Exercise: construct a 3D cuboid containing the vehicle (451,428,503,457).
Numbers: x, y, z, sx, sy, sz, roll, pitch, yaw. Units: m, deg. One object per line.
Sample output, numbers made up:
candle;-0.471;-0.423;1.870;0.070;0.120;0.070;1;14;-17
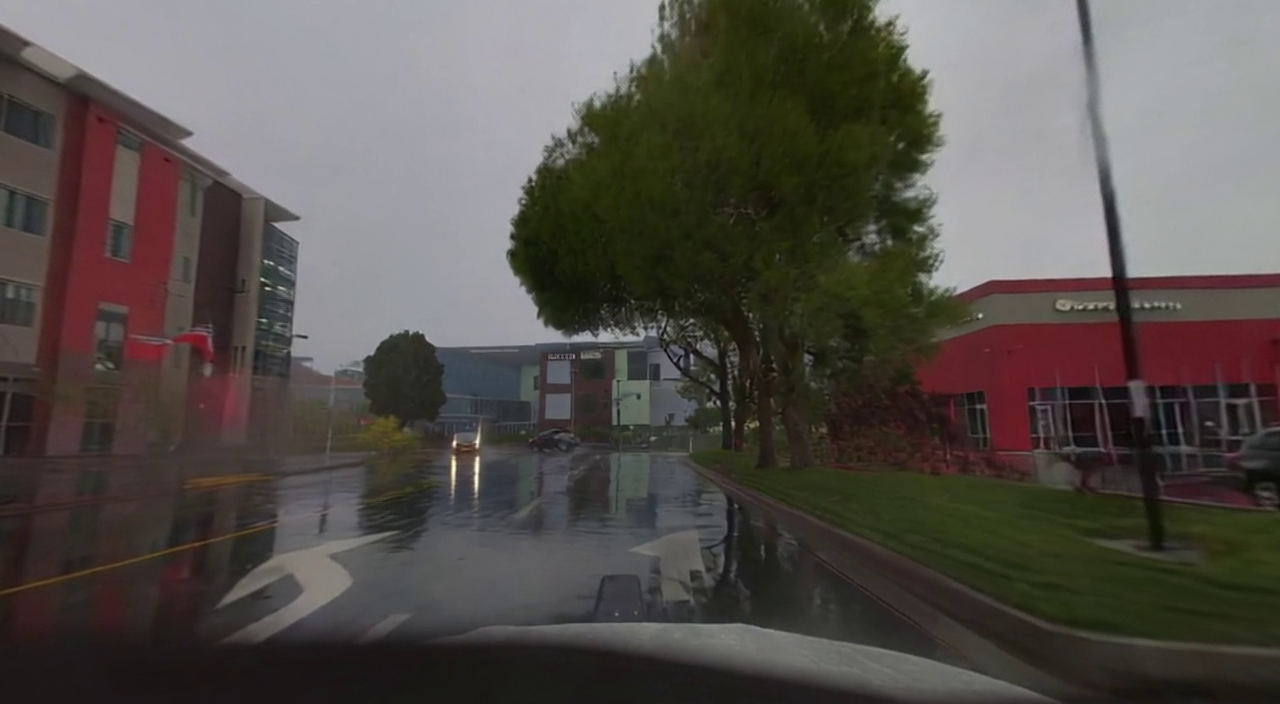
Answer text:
vehicle;-8.703;4.866;33.996;1.919;1.484;3.879;0;-8;-3
